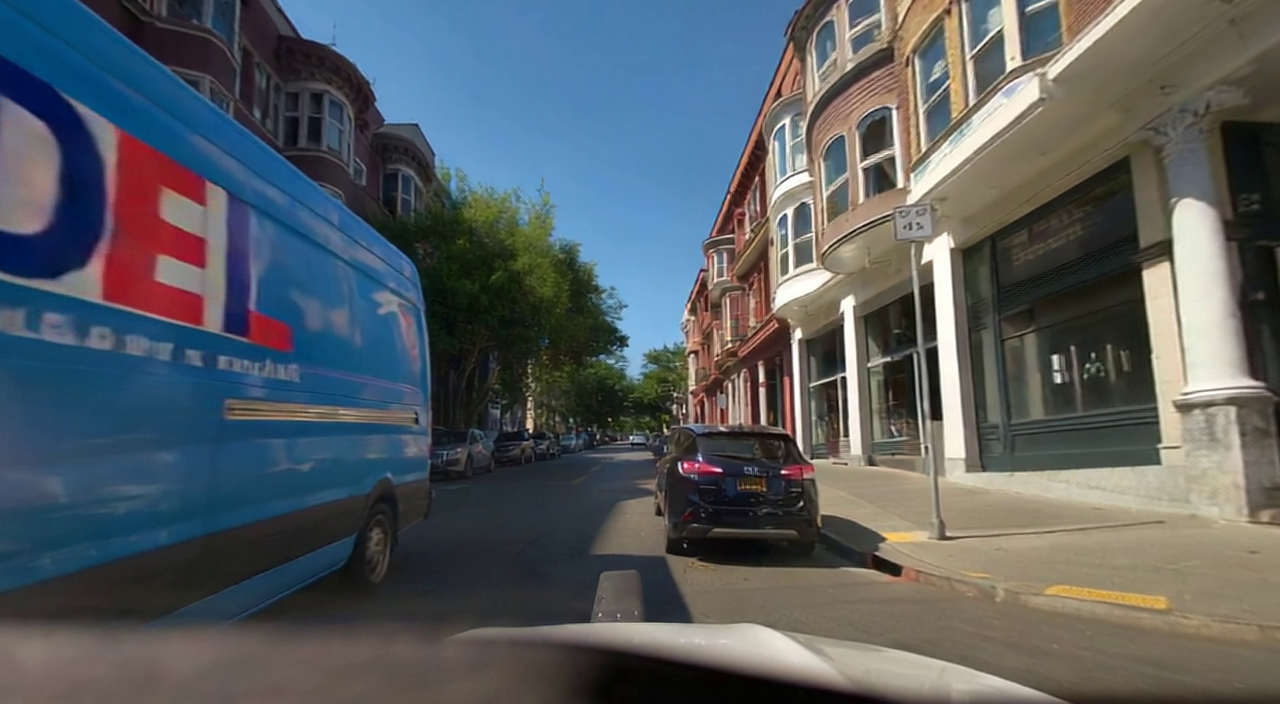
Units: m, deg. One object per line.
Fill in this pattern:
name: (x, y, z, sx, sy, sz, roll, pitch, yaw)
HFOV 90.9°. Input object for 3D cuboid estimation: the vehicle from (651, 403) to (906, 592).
vehicle: (1.137, 1.468, 7.366, 1.925, 1.481, 4.653, 0, -8, 0)

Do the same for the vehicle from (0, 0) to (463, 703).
vehicle: (-3.200, 0.126, 3.599, 2.558, 3.014, 7.101, 0, -9, -2)

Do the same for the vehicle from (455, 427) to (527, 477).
vehicle: (-5.826, 3.908, 25.201, 1.859, 1.508, 4.144, 2, -3, 0)
